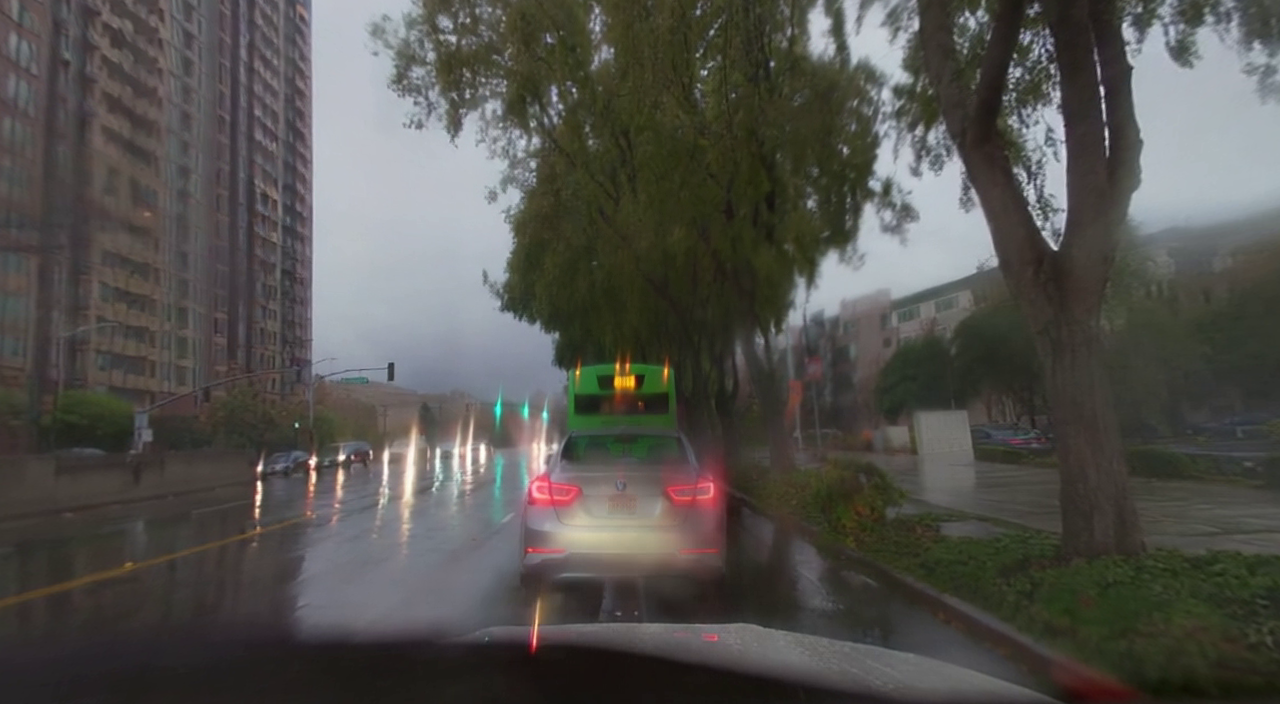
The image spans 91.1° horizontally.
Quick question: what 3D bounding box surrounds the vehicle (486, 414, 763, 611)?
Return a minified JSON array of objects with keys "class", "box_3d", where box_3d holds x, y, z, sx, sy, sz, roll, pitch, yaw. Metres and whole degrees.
[{"class":"vehicle","box_3d":[-0.157,1.463,6.737,2.064,1.452,3.942,0,-8,-1]}]
